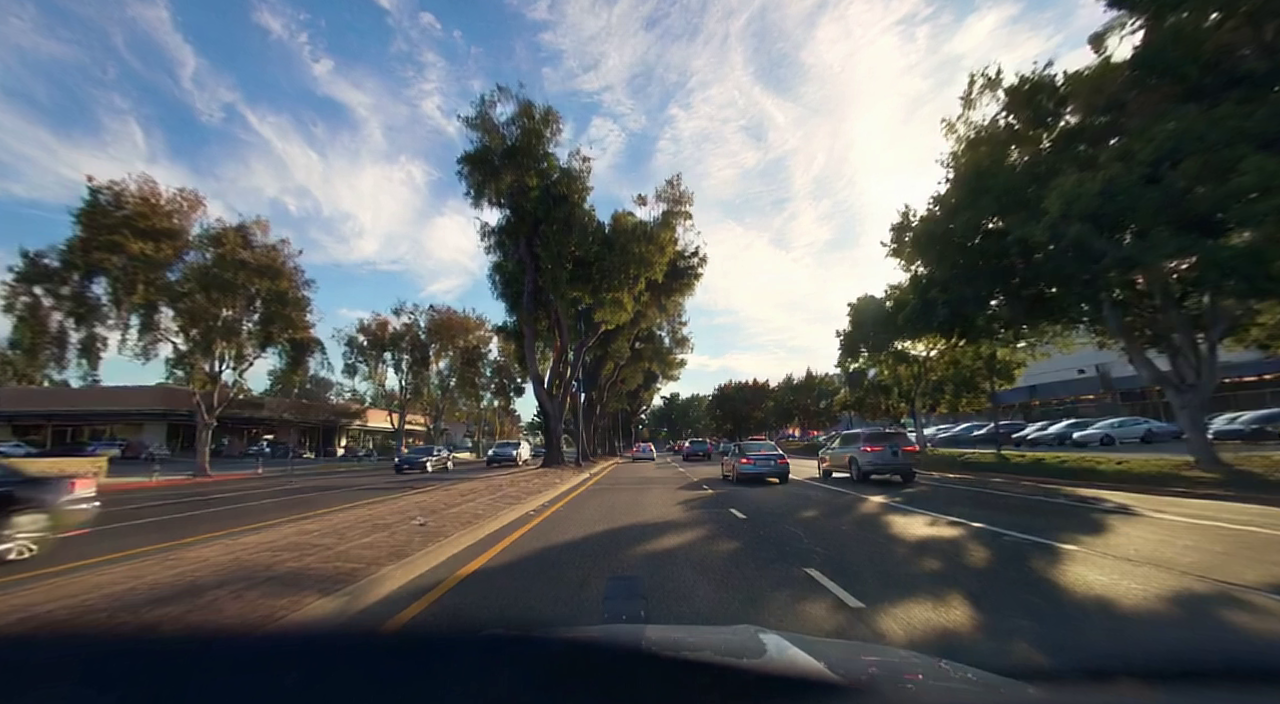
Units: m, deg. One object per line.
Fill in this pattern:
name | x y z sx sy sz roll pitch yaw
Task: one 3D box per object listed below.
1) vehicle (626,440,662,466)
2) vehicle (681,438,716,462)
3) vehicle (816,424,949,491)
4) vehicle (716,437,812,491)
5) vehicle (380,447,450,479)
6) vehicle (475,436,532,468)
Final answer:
vehicle | 0.254 6.216 38.669 2.111 1.506 4.018 0 -9 0
vehicle | 4.293 7.276 46.689 2.130 1.718 4.310 0 -9 -1
vehicle | 7.455 3.303 19.995 2.188 1.840 5.050 0 -9 0
vehicle | 3.731 3.463 19.763 2.010 1.490 4.639 0 -9 -1
vehicle | -11.247 5.547 31.670 1.866 1.500 4.361 0 -9 1
vehicle | -7.973 5.894 37.126 2.116 1.747 4.727 0 -9 2
